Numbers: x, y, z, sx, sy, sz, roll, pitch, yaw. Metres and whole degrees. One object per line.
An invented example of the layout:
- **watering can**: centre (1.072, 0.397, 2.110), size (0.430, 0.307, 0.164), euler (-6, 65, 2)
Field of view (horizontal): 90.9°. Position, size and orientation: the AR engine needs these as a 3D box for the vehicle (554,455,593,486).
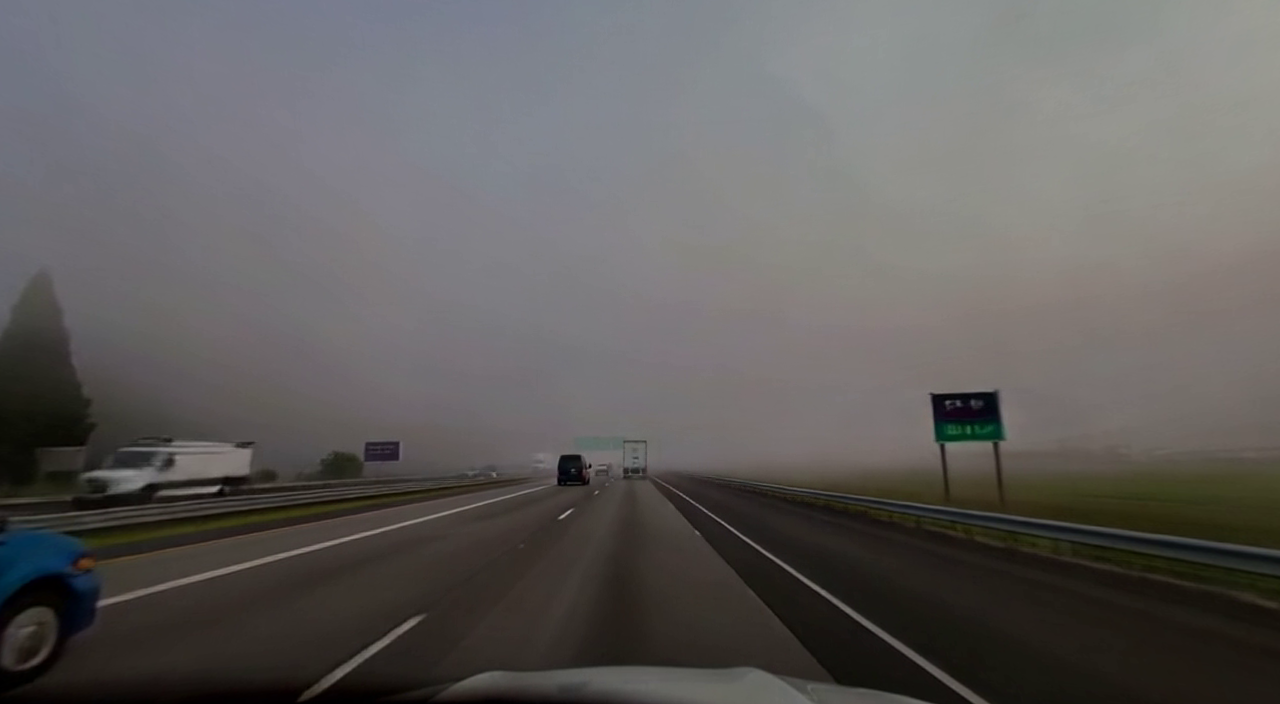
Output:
- **vehicle**: centre (-4.454, 8.069, 42.914), size (2.208, 1.973, 4.716), euler (1, -10, 0)
